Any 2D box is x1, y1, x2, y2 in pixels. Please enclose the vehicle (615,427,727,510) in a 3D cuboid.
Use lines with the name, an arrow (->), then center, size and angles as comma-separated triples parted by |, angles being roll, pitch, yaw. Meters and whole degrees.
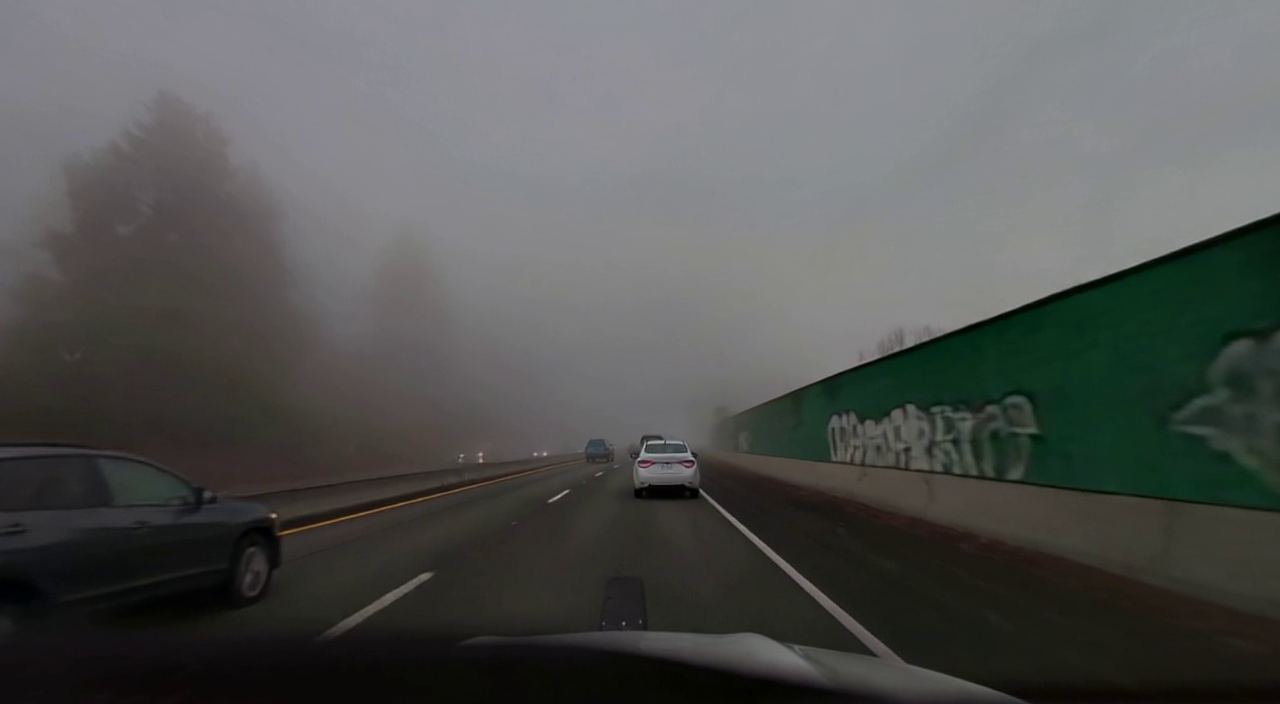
vehicle -> 0.587, 2.451, 13.686 | 2.077, 1.533, 3.854 | 0, -8, 0

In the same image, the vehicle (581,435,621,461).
vehicle -> -2.410, 6.088, 39.918 | 2.105, 1.571, 3.727 | -1, -8, 4

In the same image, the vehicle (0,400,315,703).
vehicle -> -3.923, 1.040, 3.407 | 2.059, 1.471, 4.152 | 0, -8, 1

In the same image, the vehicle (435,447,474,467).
vehicle -> -14.123, 8.022, 48.077 | 1.692, 1.413, 3.747 | 0, -8, 2
